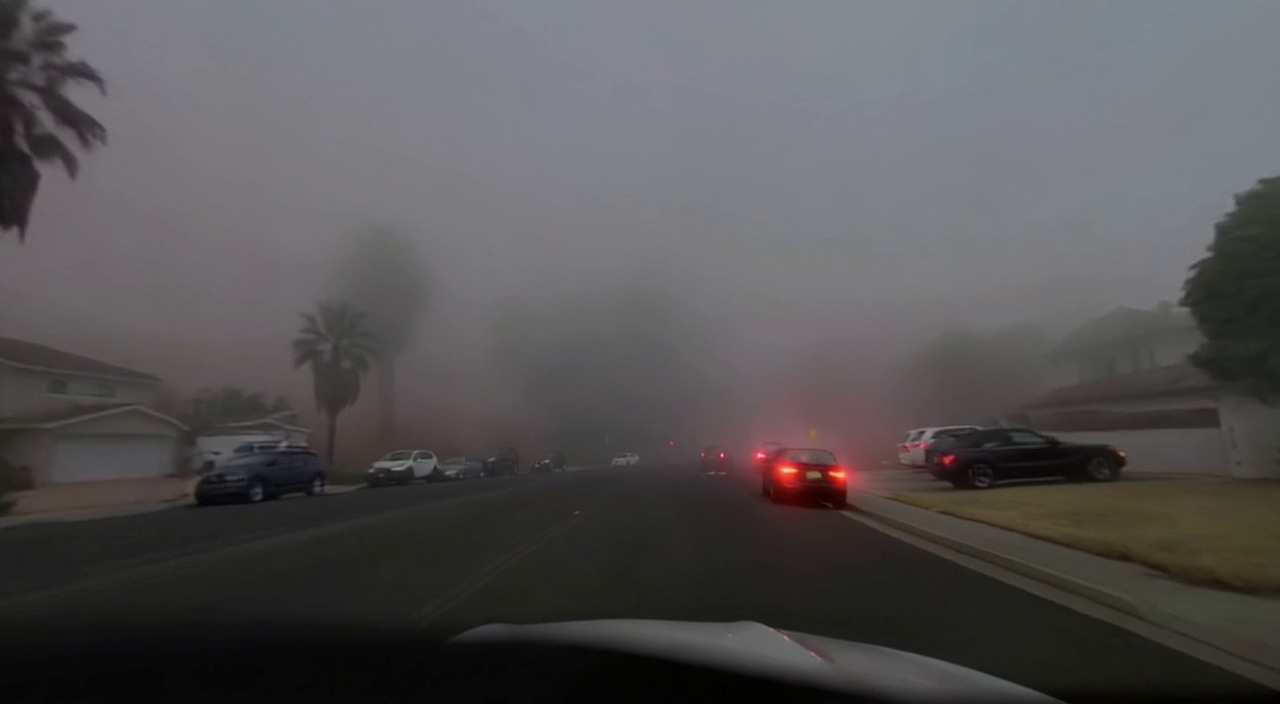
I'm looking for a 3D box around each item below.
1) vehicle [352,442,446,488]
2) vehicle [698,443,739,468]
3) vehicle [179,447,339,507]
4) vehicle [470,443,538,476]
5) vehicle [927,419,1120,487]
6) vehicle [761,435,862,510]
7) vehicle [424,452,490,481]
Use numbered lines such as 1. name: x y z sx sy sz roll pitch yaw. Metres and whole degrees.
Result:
1. vehicle: -11.385 5.365 30.338 2.081 1.948 4.821 -1 -9 8
2. vehicle: 5.095 6.621 40.403 2.035 1.474 4.284 -2 -9 14
3. vehicle: -12.614 4.124 21.380 1.967 1.736 4.730 -1 -9 8
4. vehicle: -8.873 7.098 42.013 2.051 1.957 5.968 -1 -9 13
5. vehicle: 11.596 3.132 19.501 4.557 1.795 1.986 -4 -10 13
6. vehicle: 4.397 3.138 16.935 2.043 1.692 4.581 -1 -9 9
7. vehicle: -10.299 6.451 35.946 1.786 1.488 4.518 -3 -9 10
